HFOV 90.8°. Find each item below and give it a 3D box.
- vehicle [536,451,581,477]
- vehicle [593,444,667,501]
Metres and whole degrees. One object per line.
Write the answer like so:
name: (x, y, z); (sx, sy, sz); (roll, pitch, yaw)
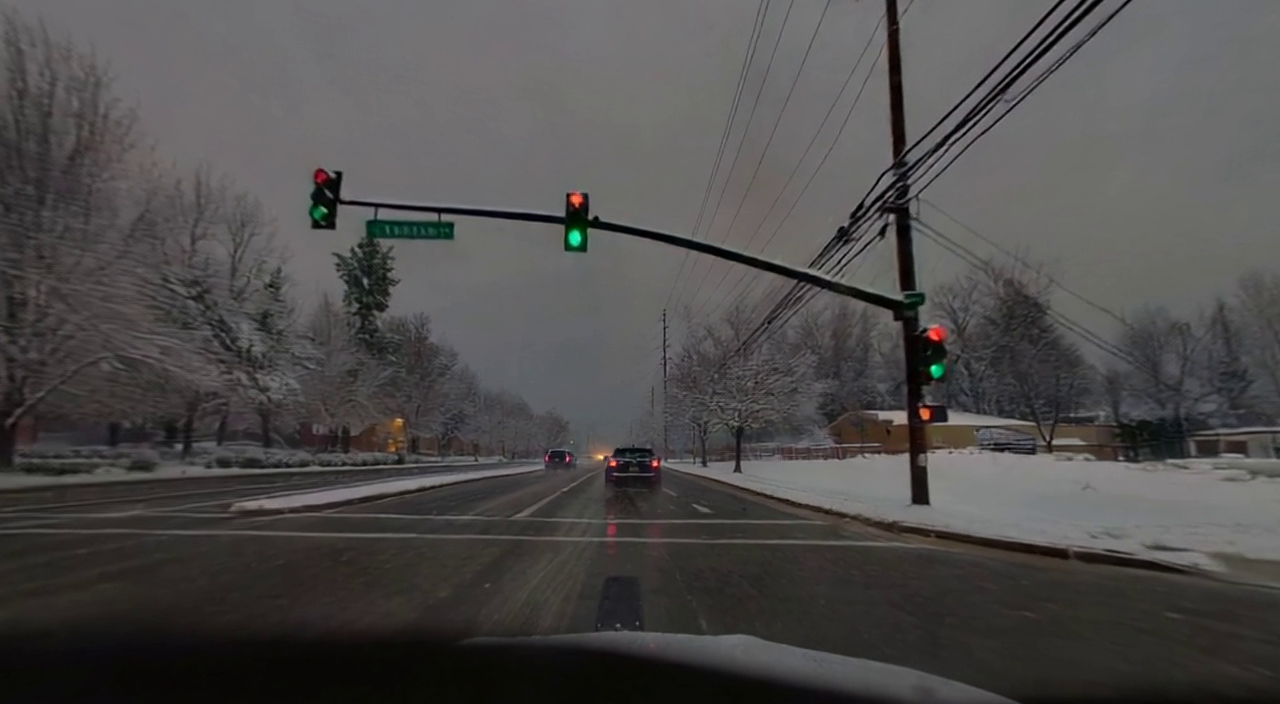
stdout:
vehicle: (-4.919, 6.813, 38.687); (2.153, 1.474, 4.284); (0, -9, 1)
vehicle: (-0.350, 3.813, 20.401); (2.156, 1.636, 3.923); (0, -9, -2)
